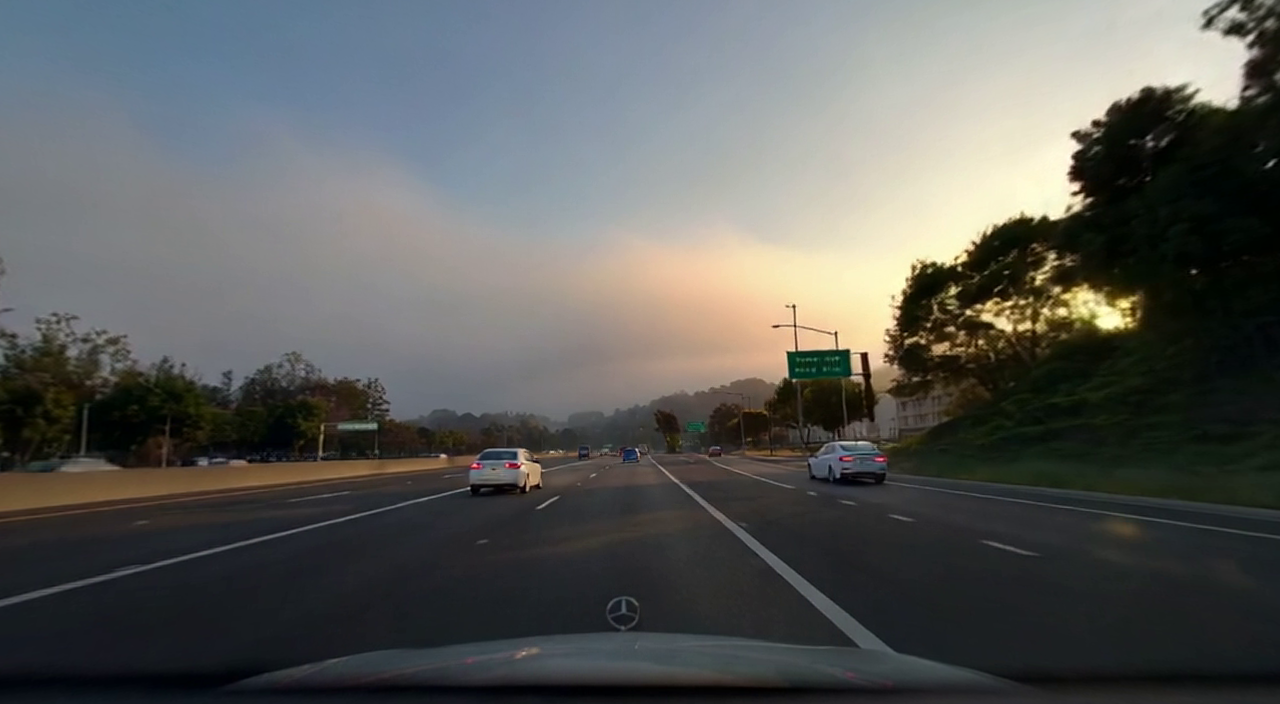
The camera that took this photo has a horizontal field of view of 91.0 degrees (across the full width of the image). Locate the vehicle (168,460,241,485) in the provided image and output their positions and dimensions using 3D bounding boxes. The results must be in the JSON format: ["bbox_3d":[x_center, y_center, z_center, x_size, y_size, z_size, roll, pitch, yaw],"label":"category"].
[{"bbox_3d":[-29.774,8.232,43.199,1.848,1.506,4.470,0,-9,0],"label":"vehicle"}]

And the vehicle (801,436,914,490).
[{"bbox_3d":[7.191,3.741,21.524,2.035,1.566,5.409,0,-9,1],"label":"vehicle"}]

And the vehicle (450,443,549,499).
[{"bbox_3d":[-4.296,3.705,20.044,2.071,1.553,4.388,0,-9,1],"label":"vehicle"}]
